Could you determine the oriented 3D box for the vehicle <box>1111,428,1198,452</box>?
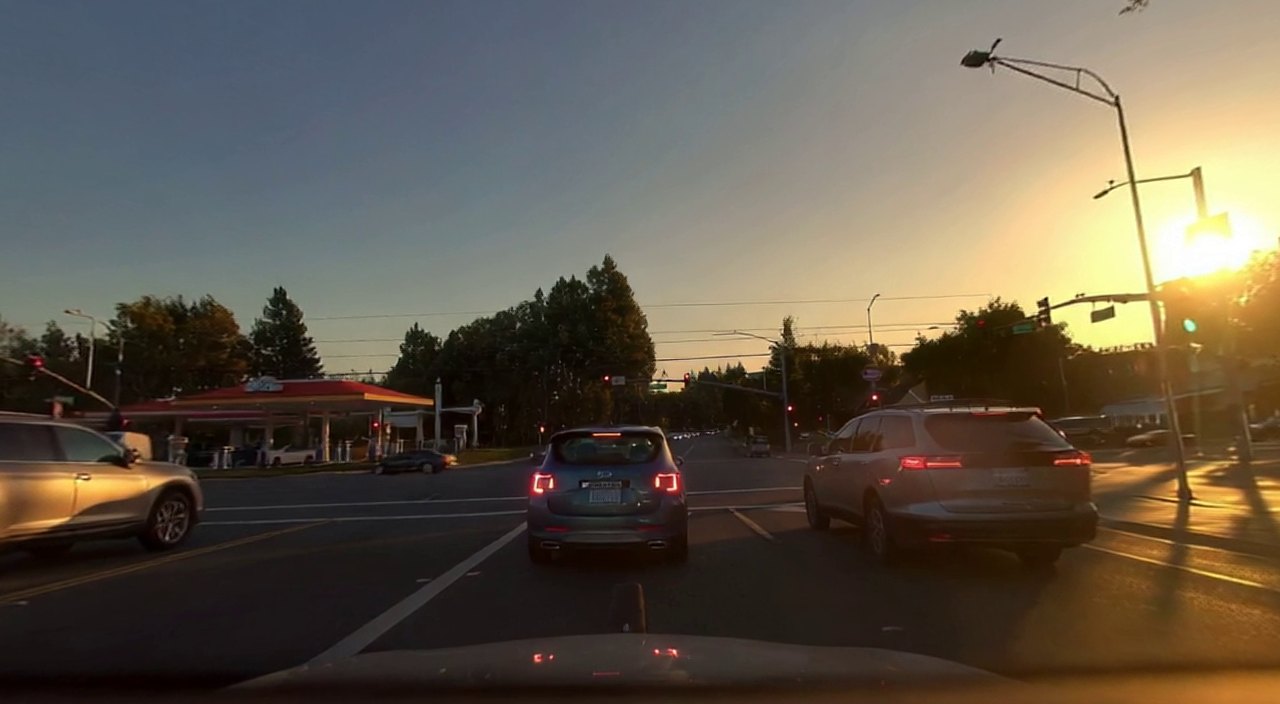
[{"bbox_3d":[34.304,5.879,42.090,4.276,1.579,1.762,0,-9,-3],"label":"vehicle"}]

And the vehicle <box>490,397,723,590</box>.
[{"bbox_3d":[-0.240,1.564,7.692,2.067,1.702,3.987,0,-9,2],"label":"vehicle"}]

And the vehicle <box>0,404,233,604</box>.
[{"bbox_3d":[-6.725,1.447,6.224,2.011,1.774,4.866,0,-9,2],"label":"vehicle"}]

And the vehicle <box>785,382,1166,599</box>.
[{"bbox_3d":[3.266,1.462,7.432,2.083,1.779,4.347,0,-9,0],"label":"vehicle"}]

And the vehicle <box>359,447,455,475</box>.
[{"bbox_3d":[-13.015,6.105,35.415,4.669,1.469,1.855,0,-9,-3],"label":"vehicle"}]
